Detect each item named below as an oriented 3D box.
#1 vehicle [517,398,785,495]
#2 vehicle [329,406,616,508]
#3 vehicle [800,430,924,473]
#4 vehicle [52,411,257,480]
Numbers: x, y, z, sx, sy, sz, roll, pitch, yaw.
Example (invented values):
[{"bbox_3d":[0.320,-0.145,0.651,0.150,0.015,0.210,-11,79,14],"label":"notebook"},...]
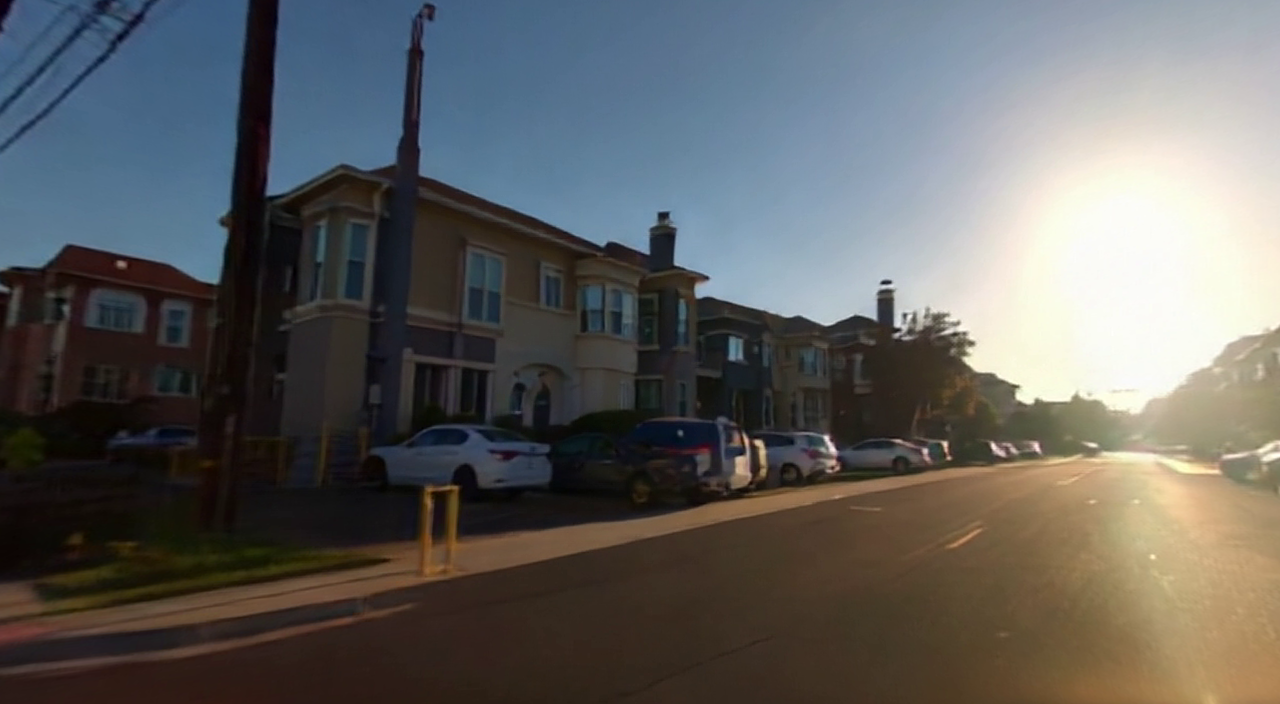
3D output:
[{"bbox_3d":[0.238,2.095,14.175,5.514,1.976,2.153,0,-8,2],"label":"vehicle"},{"bbox_3d":[-2.871,1.882,11.538,4.648,1.659,1.897,-1,-8,5],"label":"vehicle"},{"bbox_3d":[9.124,4.109,26.224,4.450,1.707,1.902,0,-8,1],"label":"vehicle"},{"bbox_3d":[-15.656,3.000,20.380,5.778,1.875,2.152,0,-10,19],"label":"vehicle"}]
